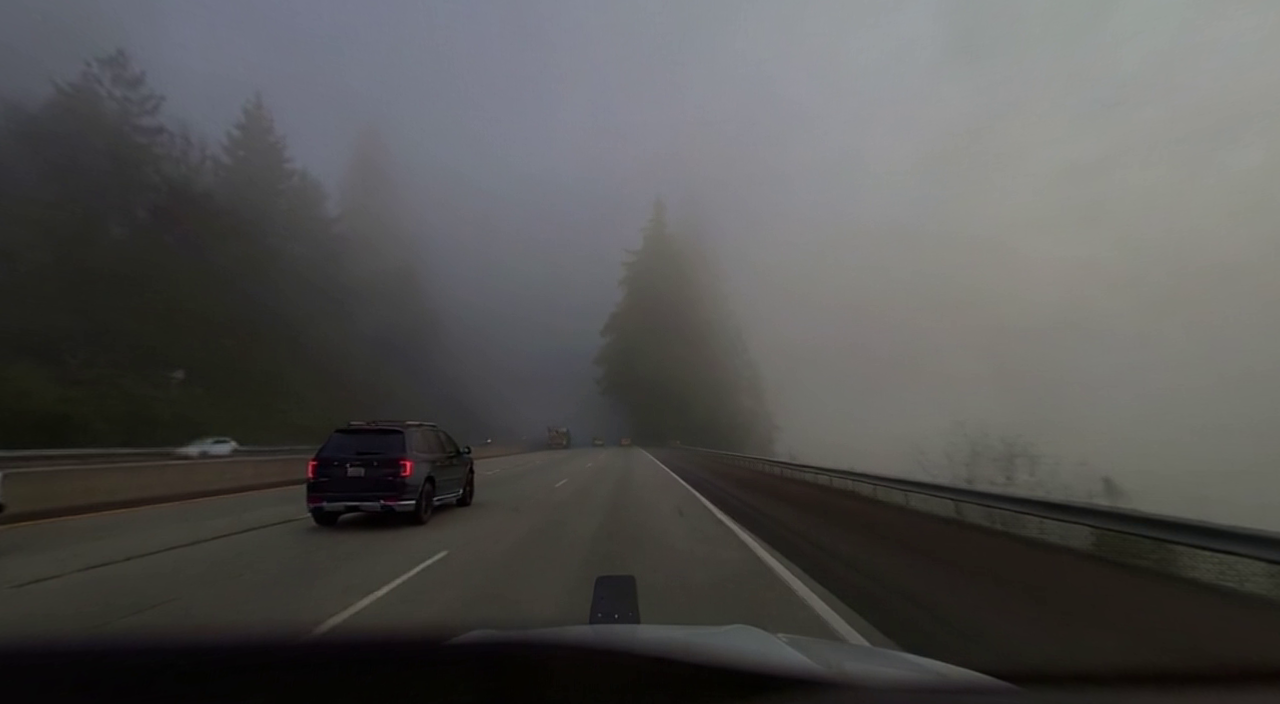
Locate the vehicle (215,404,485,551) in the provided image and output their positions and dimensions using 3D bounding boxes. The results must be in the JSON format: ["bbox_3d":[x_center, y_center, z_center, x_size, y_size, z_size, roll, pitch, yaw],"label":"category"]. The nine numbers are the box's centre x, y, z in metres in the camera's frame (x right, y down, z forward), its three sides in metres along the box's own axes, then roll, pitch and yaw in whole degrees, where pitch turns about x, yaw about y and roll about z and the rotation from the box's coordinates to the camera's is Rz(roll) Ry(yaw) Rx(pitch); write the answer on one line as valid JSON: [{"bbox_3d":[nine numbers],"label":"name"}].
[{"bbox_3d":[-3.835,1.711,9.318,2.034,1.675,4.080,0,-8,0],"label":"vehicle"}]
